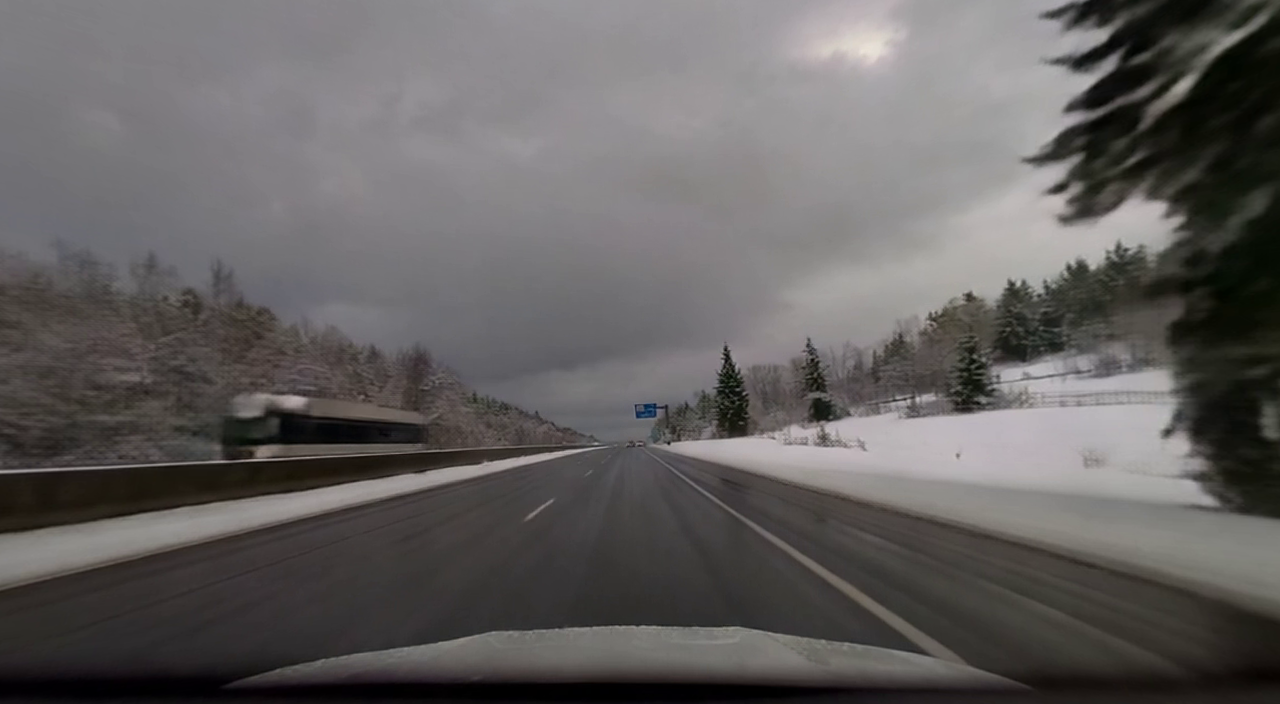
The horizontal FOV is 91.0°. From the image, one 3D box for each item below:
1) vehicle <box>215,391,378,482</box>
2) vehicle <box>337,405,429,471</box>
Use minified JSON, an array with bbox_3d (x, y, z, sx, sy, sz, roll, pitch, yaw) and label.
[{"bbox_3d":[-17.308,4.459,32.933,2.916,3.960,9.964,0,-8,0],"label":"vehicle"},{"bbox_3d":[-17.461,5.955,43.504,3.011,4.097,8.046,0,-8,-1],"label":"vehicle"}]
